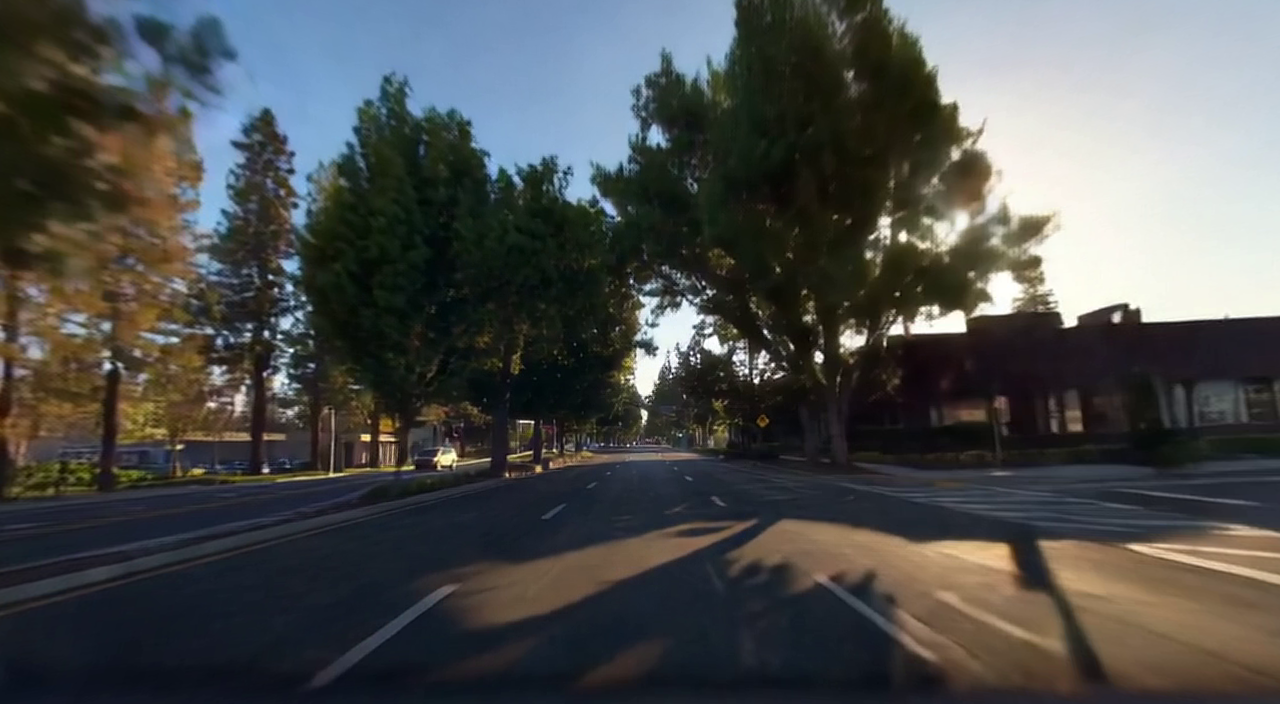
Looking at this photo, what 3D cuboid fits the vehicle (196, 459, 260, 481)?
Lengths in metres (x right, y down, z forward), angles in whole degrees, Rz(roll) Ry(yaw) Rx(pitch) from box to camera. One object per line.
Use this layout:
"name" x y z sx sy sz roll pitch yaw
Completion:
"vehicle" -31.698 9.079 48.672 1.876 1.470 4.706 0 -8 -2

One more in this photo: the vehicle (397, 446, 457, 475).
"vehicle" -12.119 6.181 36.194 1.882 1.541 4.280 0 -8 1
